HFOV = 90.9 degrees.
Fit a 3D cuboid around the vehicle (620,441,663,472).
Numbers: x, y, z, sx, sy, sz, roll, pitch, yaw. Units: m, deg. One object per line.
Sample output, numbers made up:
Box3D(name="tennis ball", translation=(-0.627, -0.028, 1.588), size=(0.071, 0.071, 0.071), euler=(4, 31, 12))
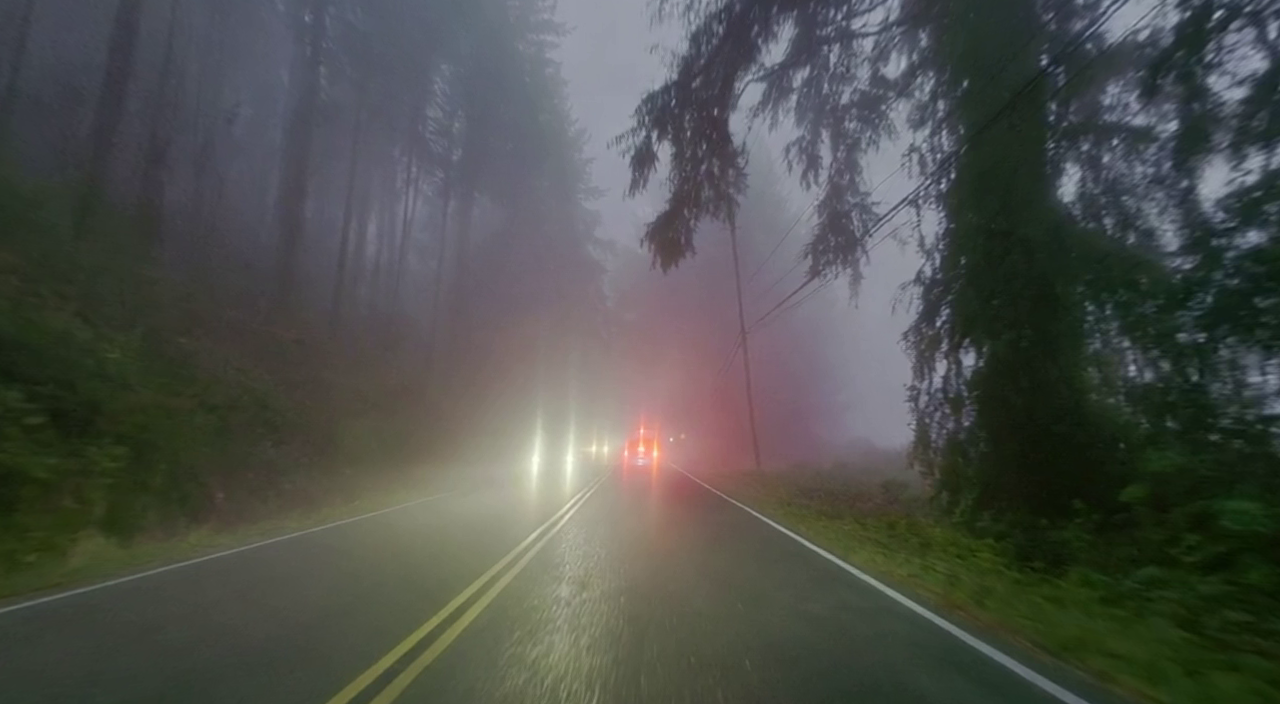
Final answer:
Box3D(name="vehicle", translation=(0.008, 5.456, 33.104), size=(2.081, 1.503, 3.726), euler=(0, -8, -2))
